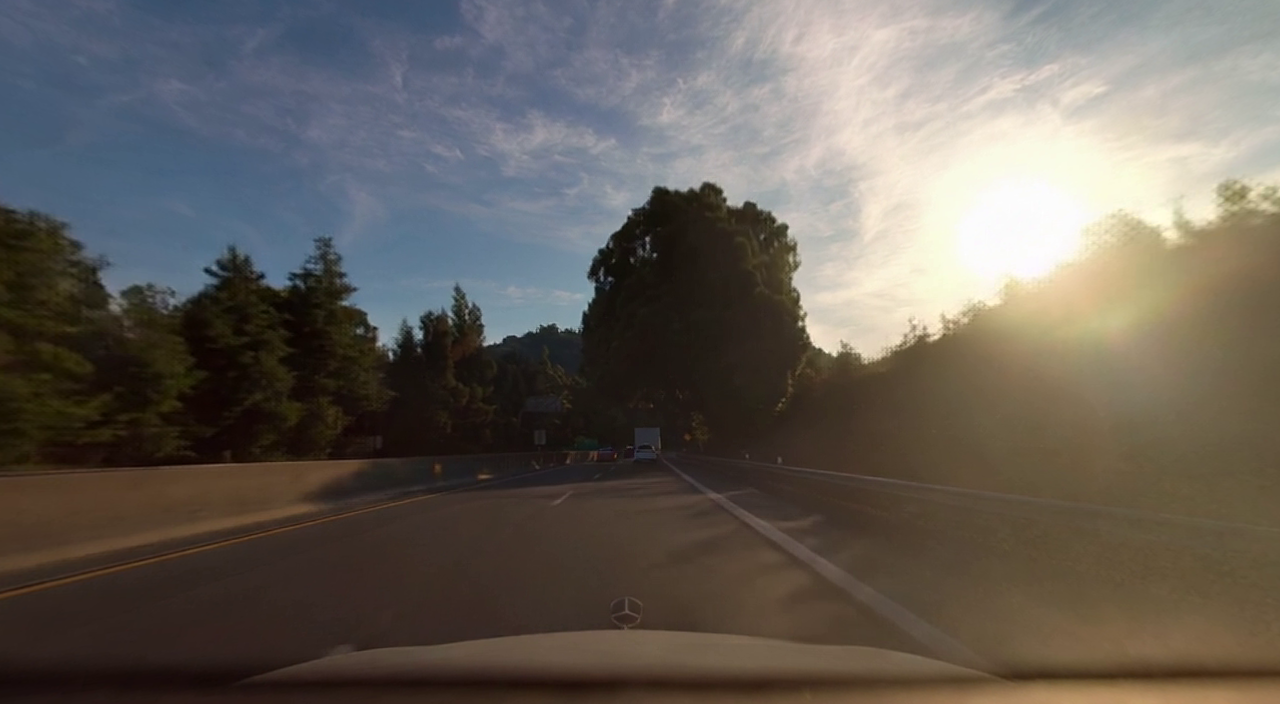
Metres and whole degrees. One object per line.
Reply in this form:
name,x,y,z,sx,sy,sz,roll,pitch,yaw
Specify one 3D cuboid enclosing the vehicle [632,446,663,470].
vehicle,0.502,6.959,41.410,1.934,1.488,3.832,0,-9,1
